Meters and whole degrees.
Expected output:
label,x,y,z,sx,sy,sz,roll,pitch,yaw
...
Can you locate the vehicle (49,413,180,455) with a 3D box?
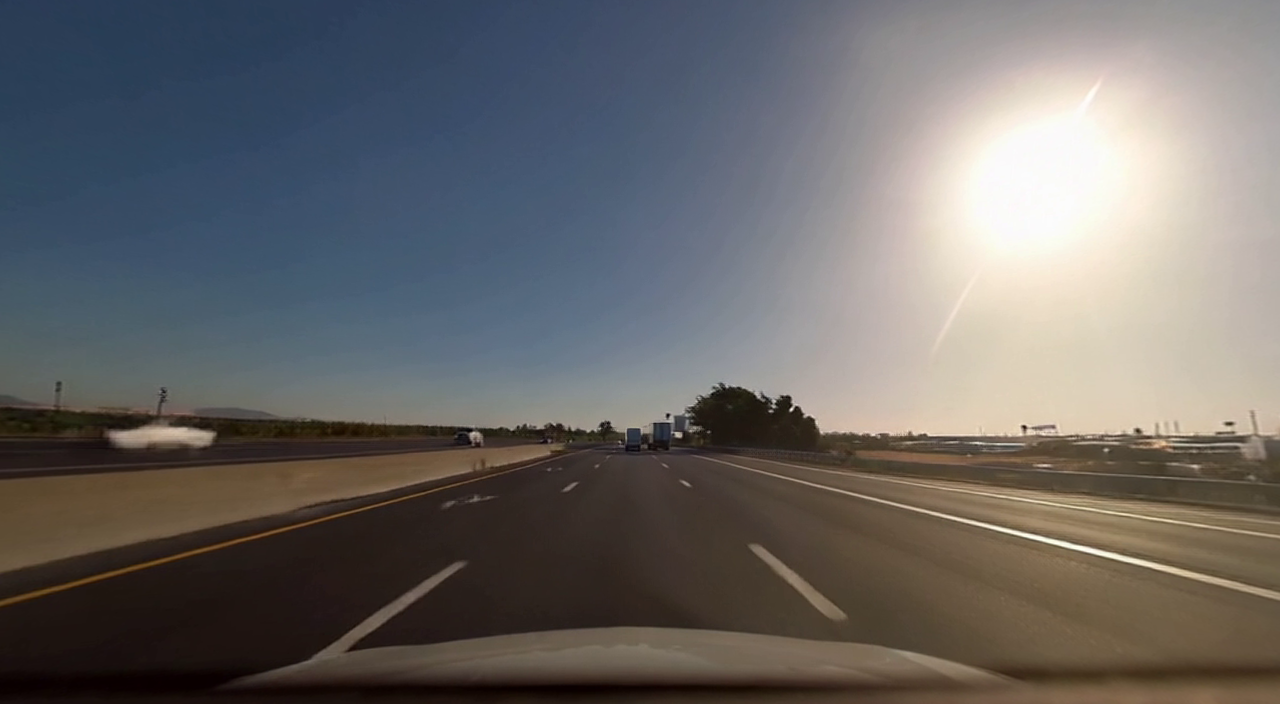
label,x,y,z,sx,sy,sz,roll,pitch,yaw
vehicle,-20.535,3.239,24.820,1.851,1.510,3.810,0,-8,0
